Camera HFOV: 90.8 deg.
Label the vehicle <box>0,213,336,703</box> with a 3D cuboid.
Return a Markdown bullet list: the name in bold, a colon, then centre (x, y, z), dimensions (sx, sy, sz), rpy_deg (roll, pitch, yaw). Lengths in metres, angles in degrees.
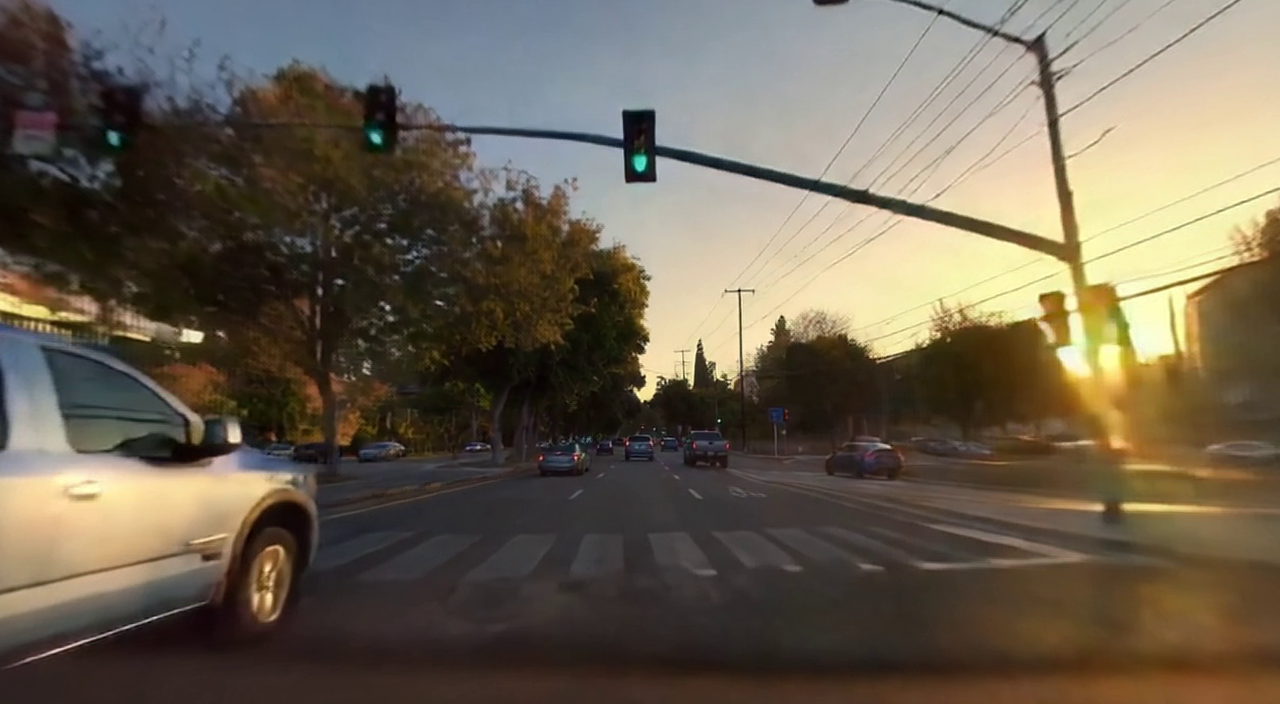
- **vehicle**: centre (-3.709, 0.497, 2.017), dimensions (2.402, 2.194, 6.051), rpy_deg (0, -8, 0)

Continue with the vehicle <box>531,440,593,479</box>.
- **vehicle**: centre (-3.174, 4.455, 26.552), dimensions (1.939, 1.494, 4.499), rpy_deg (0, -8, 1)

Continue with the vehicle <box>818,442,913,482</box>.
- **vehicle**: centre (9.805, 4.802, 27.911), dimensions (2.010, 1.633, 4.246), rpy_deg (2, -9, -11)

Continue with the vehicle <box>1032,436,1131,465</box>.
- **vehicle**: centre (27.451, 6.139, 39.430), dimensions (2.012, 1.701, 4.524), rpy_deg (5, -10, -32)

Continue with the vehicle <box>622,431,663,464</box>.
- **vehicle**: centre (0.156, 6.585, 43.704), dimensions (2.643, 2.145, 5.585), rpy_deg (0, -8, 0)

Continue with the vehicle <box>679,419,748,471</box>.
- **vehicle**: centre (4.004, 5.295, 36.080), dimensions (2.905, 2.636, 6.895), rpy_deg (-1, -8, -2)

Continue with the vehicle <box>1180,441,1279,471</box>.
- **vehicle**: centre (31.053, 5.283, 32.321), dimensions (1.868, 1.447, 4.690), rpy_deg (5, -10, -29)
